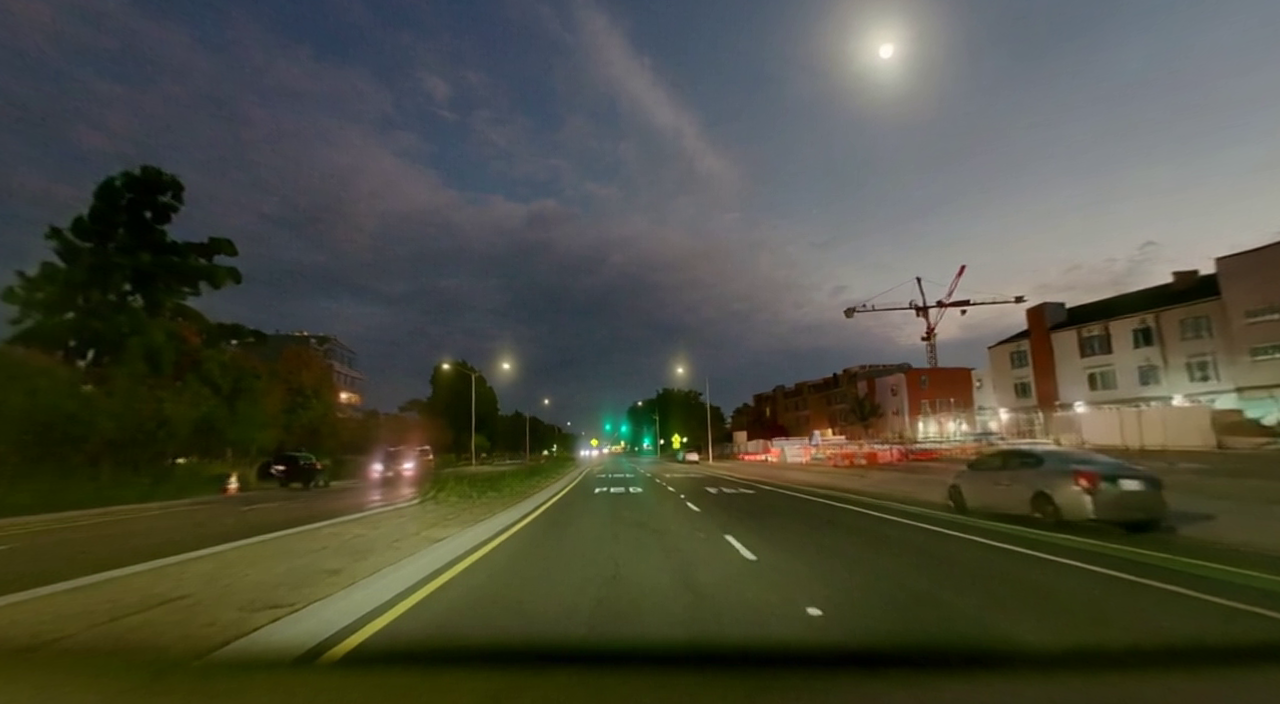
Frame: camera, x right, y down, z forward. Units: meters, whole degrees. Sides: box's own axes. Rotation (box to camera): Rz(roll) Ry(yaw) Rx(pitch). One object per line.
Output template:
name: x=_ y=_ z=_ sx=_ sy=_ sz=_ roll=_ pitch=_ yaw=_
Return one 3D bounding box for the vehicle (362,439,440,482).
vehicle: x=-11.837 y=5.376 z=31.641 sx=2.127 sy=1.984 sz=4.545 roll=0 pitch=-9 yaw=-1

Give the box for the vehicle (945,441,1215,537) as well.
vehicle: x=8.346 y=2.584 z=12.633 sx=1.977 sy=1.540 sz=4.307 roll=1 pitch=-9 yaw=-6
